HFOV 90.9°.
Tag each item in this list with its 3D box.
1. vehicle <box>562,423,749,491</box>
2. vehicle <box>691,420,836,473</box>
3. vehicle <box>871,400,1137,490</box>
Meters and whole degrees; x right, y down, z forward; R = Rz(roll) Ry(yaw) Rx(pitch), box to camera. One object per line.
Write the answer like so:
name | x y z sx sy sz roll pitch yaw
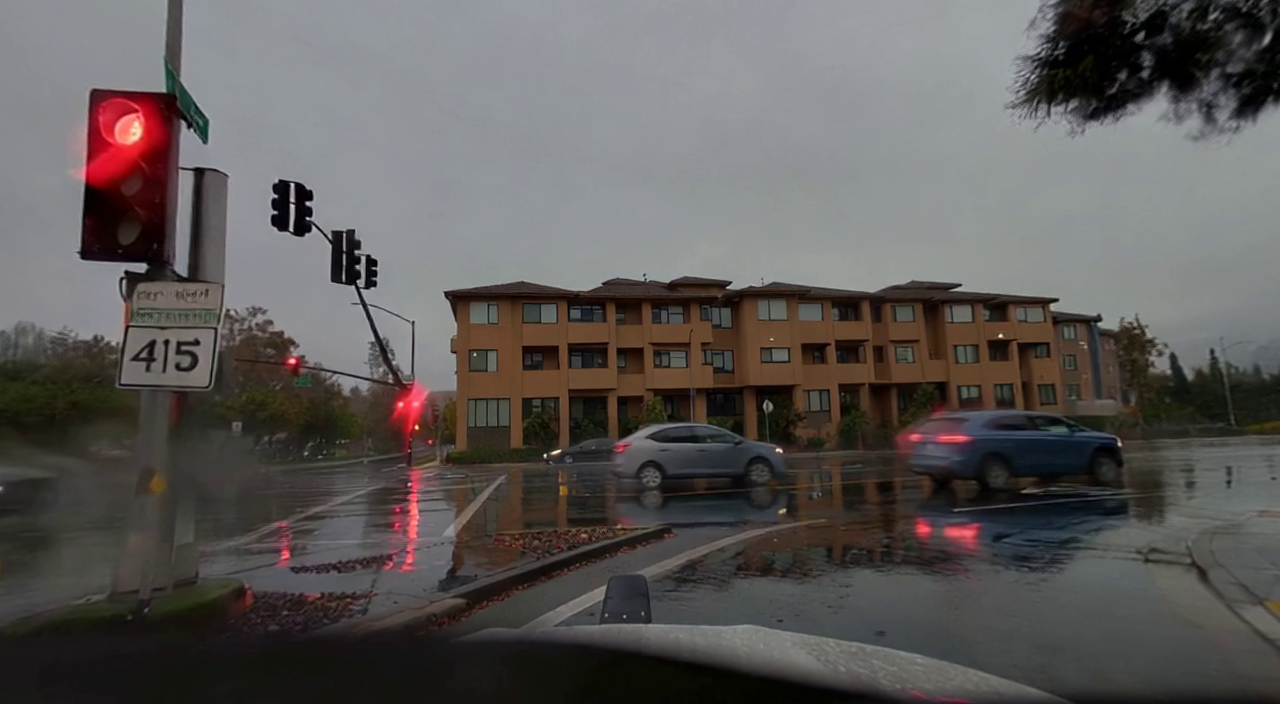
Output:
vehicle | 0.377 2.826 17.242 4.719 1.671 1.985 2 -9 -16
vehicle | 4.208 3.256 21.746 4.503 1.689 1.879 2 -9 -16
vehicle | 8.798 2.249 15.400 5.554 1.911 2.225 2 -9 -15
